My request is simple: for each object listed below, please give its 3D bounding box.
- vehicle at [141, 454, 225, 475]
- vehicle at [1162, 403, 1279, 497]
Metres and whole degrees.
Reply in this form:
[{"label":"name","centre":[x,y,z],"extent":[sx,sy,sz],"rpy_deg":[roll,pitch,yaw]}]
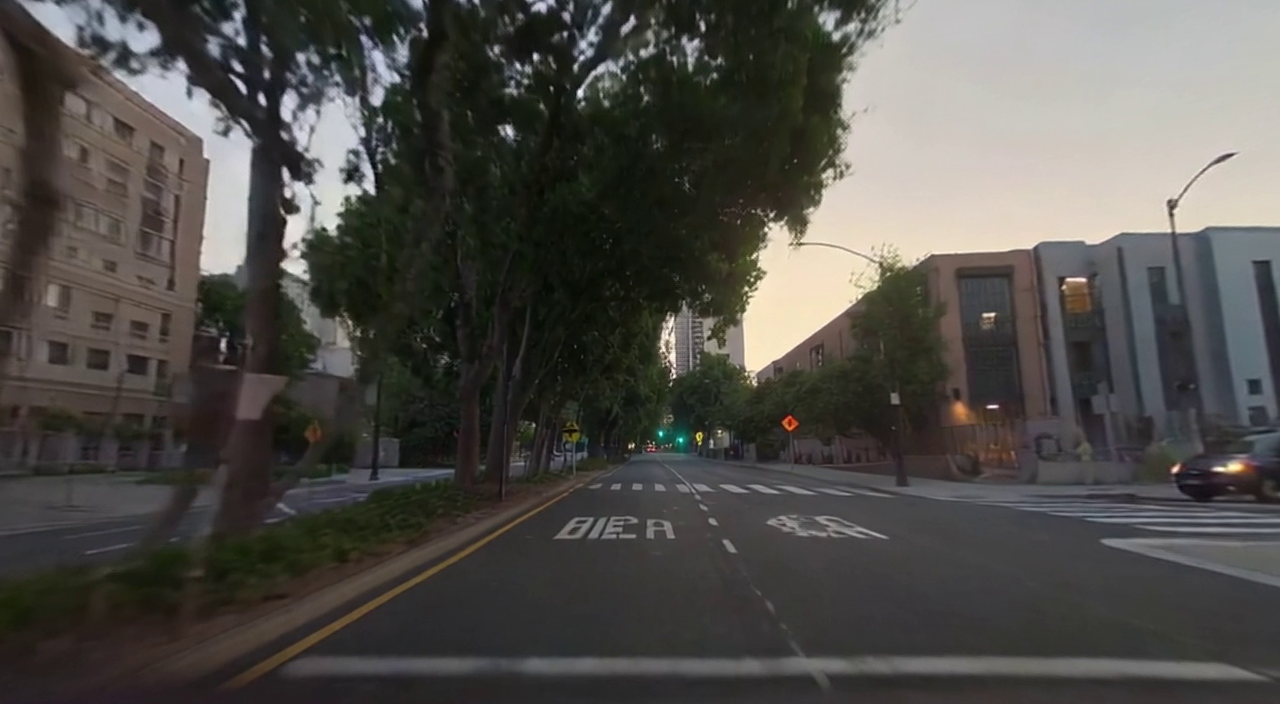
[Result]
[{"label":"vehicle","centre":[-33.772,8.336,46.652],"extent":[4.739,1.489,2.000],"rpy_deg":[-1,-8,3]},{"label":"vehicle","centre":[17.889,2.630,17.397],"extent":[4.826,2.368,2.263],"rpy_deg":[-1,-7,0]}]
